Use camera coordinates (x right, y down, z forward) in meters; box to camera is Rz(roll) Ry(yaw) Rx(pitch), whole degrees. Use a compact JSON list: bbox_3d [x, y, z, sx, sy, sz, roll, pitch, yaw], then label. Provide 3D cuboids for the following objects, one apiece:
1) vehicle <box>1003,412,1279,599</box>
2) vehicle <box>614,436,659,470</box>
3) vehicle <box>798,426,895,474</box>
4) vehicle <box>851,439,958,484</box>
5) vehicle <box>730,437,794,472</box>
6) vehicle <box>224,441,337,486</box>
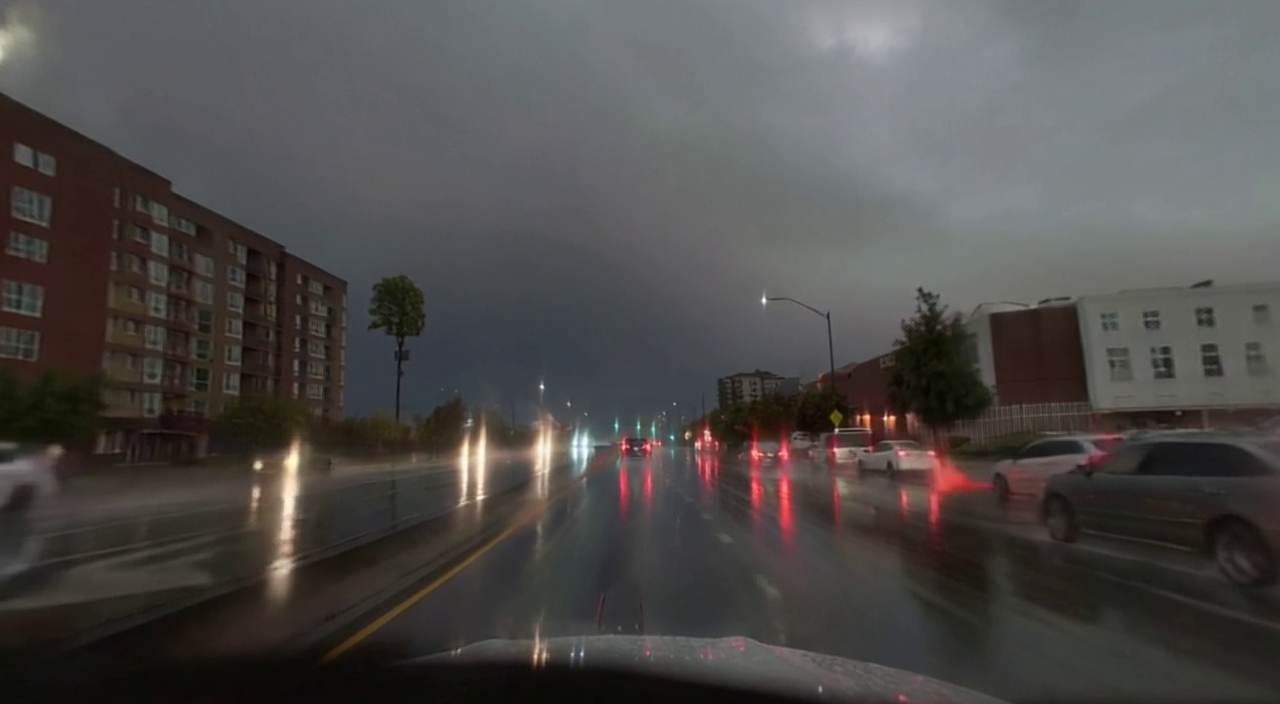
[{"bbox_3d":[6.495,1.544,6.968,2.121,1.557,4.898,0,-8,1],"label":"vehicle"},{"bbox_3d":[-0.168,5.034,31.459,2.106,1.553,3.964,0,-8,0],"label":"vehicle"},{"bbox_3d":[10.110,4.907,31.666,2.441,2.150,6.729,1,-8,-2],"label":"vehicle"},{"bbox_3d":[9.968,4.145,24.156,2.089,1.508,4.323,-1,-8,-2],"label":"vehicle"},{"bbox_3d":[5.763,4.885,30.273,2.154,1.554,4.149,0,-8,-2],"label":"vehicle"},{"bbox_3d":[-15.435,4.787,27.404,2.216,1.797,4.487,0,-8,0],"label":"vehicle"}]
